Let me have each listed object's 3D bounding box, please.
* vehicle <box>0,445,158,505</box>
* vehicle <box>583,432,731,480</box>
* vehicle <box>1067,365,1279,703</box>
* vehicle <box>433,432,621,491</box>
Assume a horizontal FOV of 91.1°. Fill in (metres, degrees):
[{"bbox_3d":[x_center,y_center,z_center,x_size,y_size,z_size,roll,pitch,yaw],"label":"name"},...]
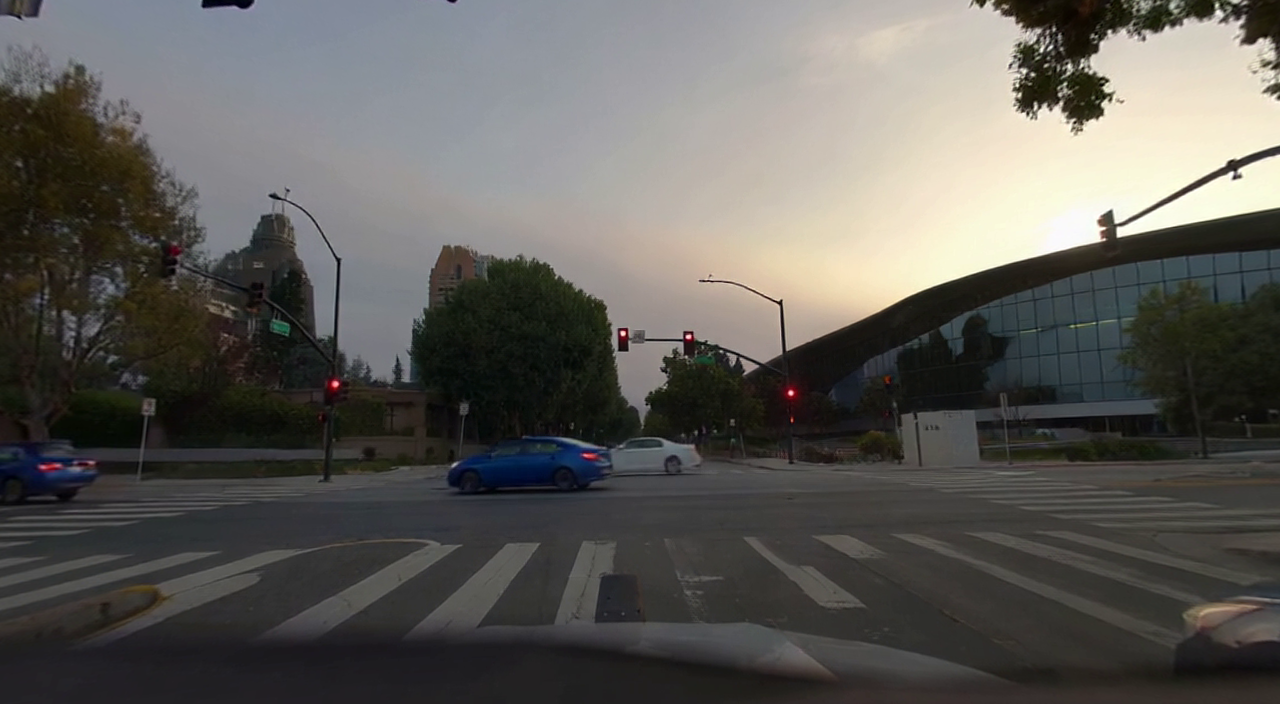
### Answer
[{"bbox_3d":[-15.980,3.268,16.864,4.464,1.472,1.867,0,-8,-1],"label":"vehicle"},{"bbox_3d":[0.547,3.399,20.624,4.623,1.477,1.884,0,-8,1],"label":"vehicle"},{"bbox_3d":[2.885,0.678,0.835,1.947,1.576,3.825,0,-8,1],"label":"vehicle"},{"bbox_3d":[-2.919,2.943,17.016,4.723,1.484,1.883,0,-8,0],"label":"vehicle"}]
